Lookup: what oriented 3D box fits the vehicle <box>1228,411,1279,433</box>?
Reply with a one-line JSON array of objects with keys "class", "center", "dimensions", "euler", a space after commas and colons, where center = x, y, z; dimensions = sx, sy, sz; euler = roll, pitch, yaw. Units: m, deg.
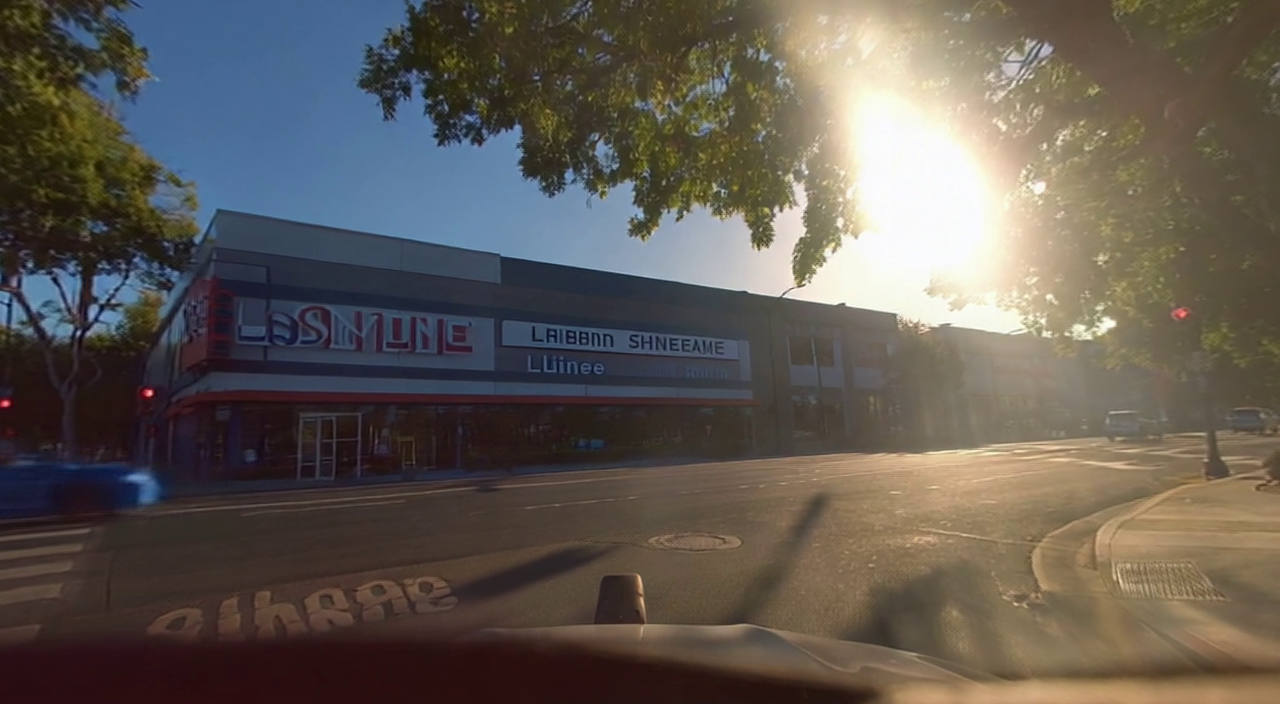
[{"class": "vehicle", "center": [48.493, 5.556, 49.922], "dimensions": [4.377, 1.624, 1.953], "euler": [6, -11, -35]}]

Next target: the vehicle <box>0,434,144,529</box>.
[{"class": "vehicle", "center": [-11.075, 2.096, 10.353], "dimensions": [4.442, 1.458, 1.902], "euler": [6, -11, -35]}]

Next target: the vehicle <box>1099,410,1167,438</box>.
[{"class": "vehicle", "center": [33.359, 4.907, 42.704], "dimensions": [4.689, 1.758, 2.146], "euler": [6, -10, -35]}]
